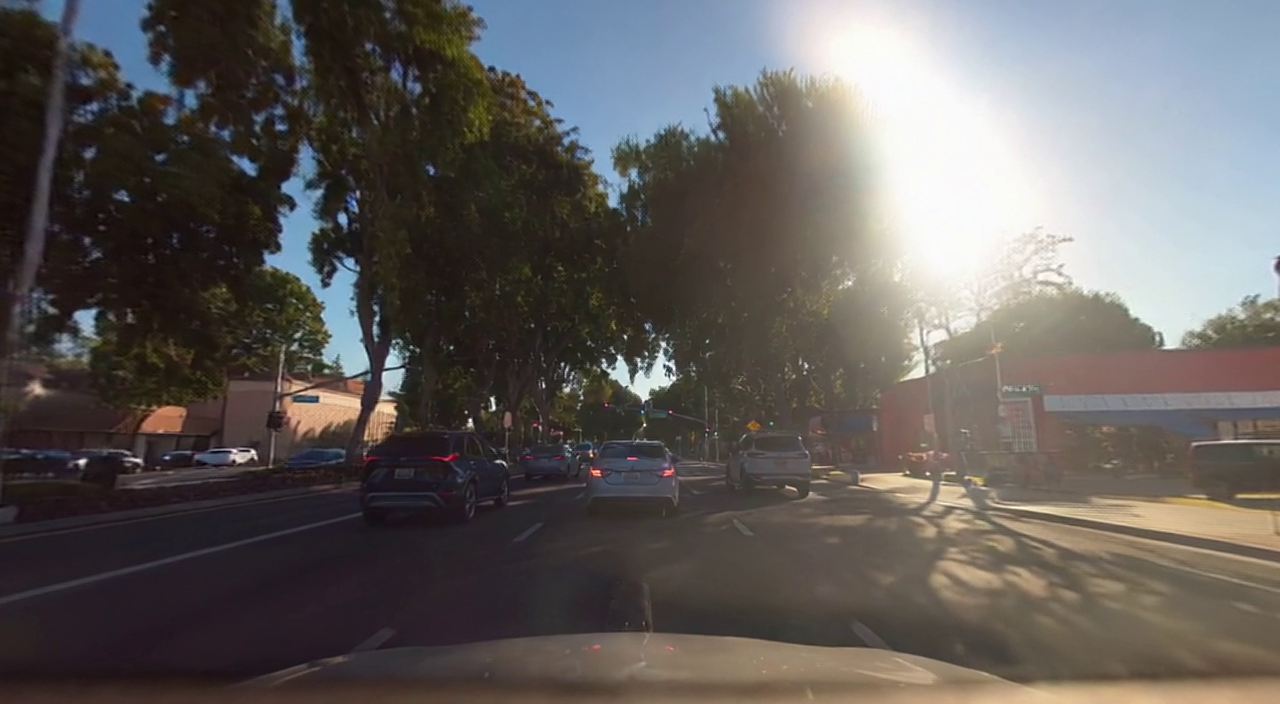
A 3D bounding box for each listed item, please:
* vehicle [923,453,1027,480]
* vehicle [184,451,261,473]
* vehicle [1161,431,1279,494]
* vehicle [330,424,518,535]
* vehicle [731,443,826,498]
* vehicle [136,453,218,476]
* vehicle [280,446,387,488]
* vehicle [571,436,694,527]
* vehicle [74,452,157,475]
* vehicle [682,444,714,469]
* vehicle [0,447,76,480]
[{"bbox_3d":[19.147,6.576,36.192,4.795,1.457,1.986,-1,-9,4],"label":"vehicle"},{"bbox_3d":[-30.921,8.149,46.865,4.523,1.469,1.986,5,-10,-28],"label":"vehicle"},{"bbox_3d":[17.761,3.089,17.793,1.907,1.669,4.147,5,-10,-29],"label":"vehicle"},{"bbox_3d":[-3.731,2.267,11.799,1.983,1.685,3.997,0,-8,2],"label":"vehicle"},{"bbox_3d":[4.069,3.545,19.301,1.979,1.485,4.207,0,-8,0],"label":"vehicle"},{"bbox_3d":[-31.260,7.586,42.675,4.106,1.384,1.878,4,-9,-25],"label":"vehicle"},{"bbox_3d":[-11.999,4.496,25.082,1.900,1.466,4.627,0,-8,1],"label":"vehicle"},{"bbox_3d":[-0.132,2.550,13.005,2.121,1.563,4.031,0,-8,0],"label":"vehicle"},{"bbox_3d":[-36.419,7.727,43.884,4.062,1.493,1.899,4,-10,-27],"label":"vehicle"},{"bbox_3d":[3.936,7.116,43.107,1.848,1.665,3.747,0,-8,0],"label":"vehicle"},{"bbox_3d":[-38.603,6.837,38.438,5.759,1.815,2.218,2,-8,-29],"label":"vehicle"}]
